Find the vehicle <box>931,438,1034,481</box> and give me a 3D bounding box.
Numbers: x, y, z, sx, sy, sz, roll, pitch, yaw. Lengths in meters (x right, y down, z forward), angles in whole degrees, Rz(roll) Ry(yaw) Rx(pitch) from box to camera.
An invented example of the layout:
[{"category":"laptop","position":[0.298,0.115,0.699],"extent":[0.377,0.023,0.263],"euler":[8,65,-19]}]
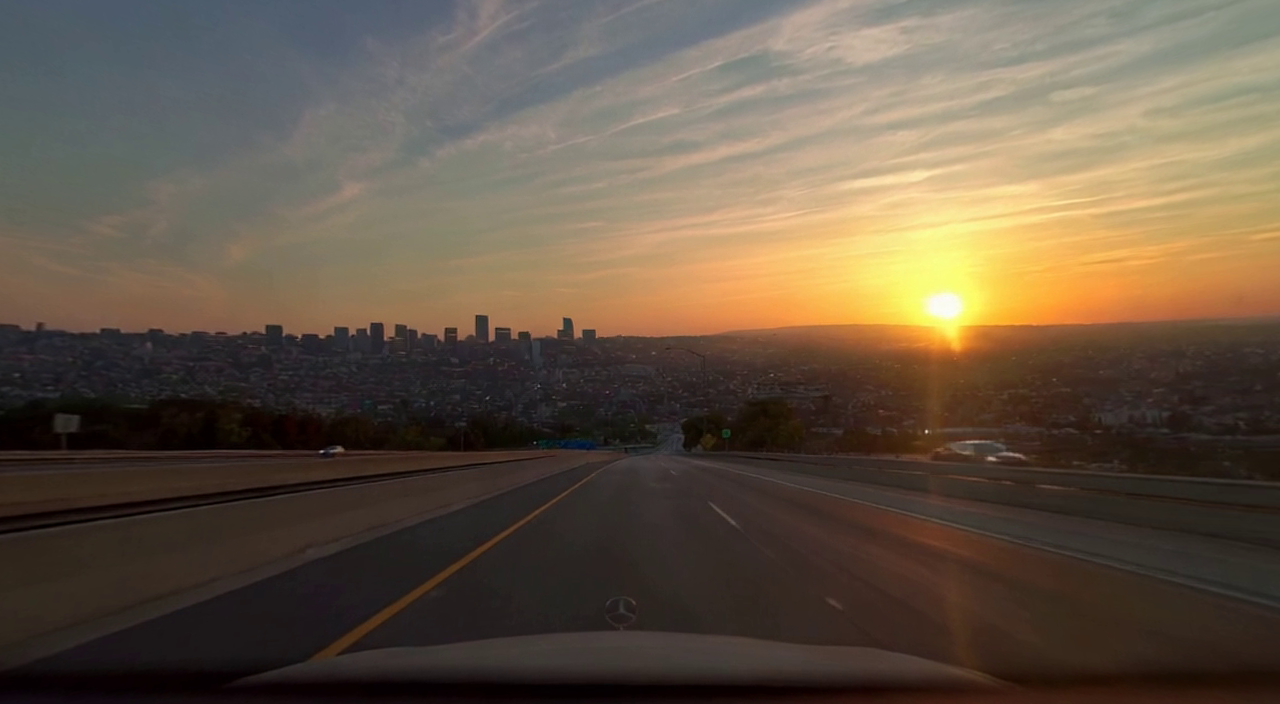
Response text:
[{"category":"vehicle","position":[13.641,4.273,25.382],"extent":[1.770,1.578,3.997],"euler":[0,-8,-2]}]
